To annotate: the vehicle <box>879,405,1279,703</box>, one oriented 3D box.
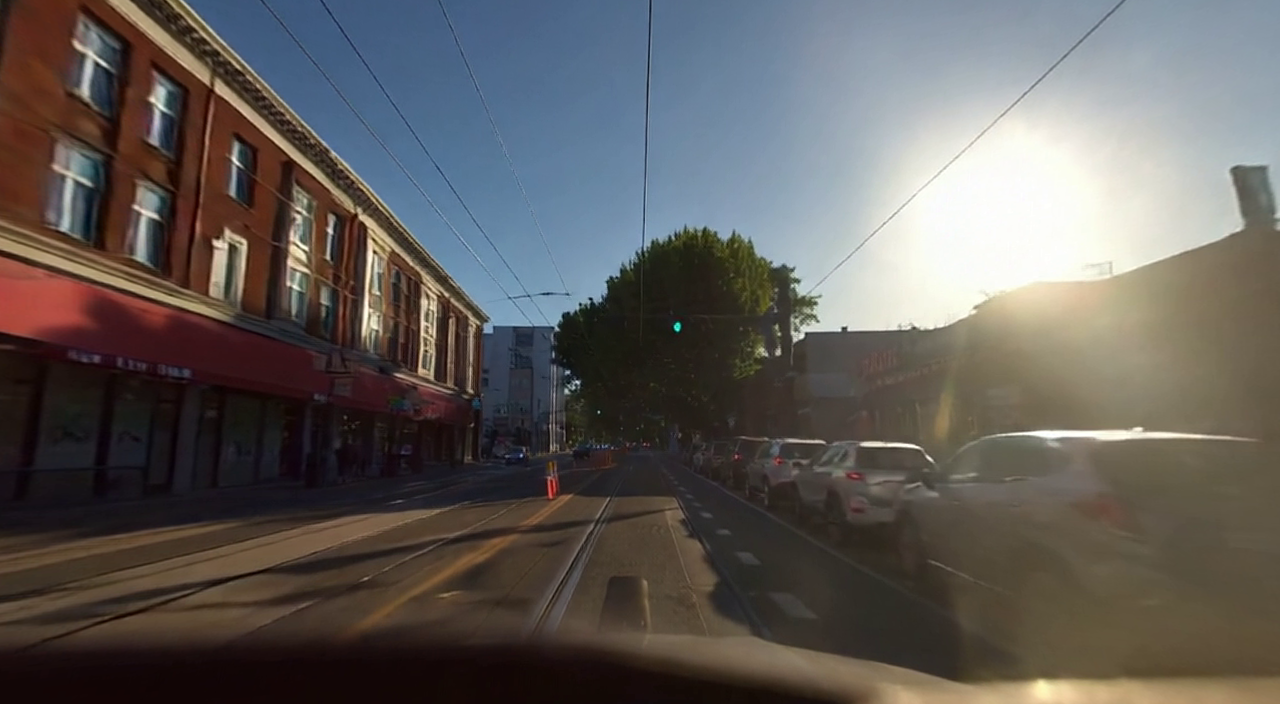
[{"bbox_3d":[3.527,1.310,5.036,1.819,1.546,3.681,0,-8,1],"label":"vehicle"}]
